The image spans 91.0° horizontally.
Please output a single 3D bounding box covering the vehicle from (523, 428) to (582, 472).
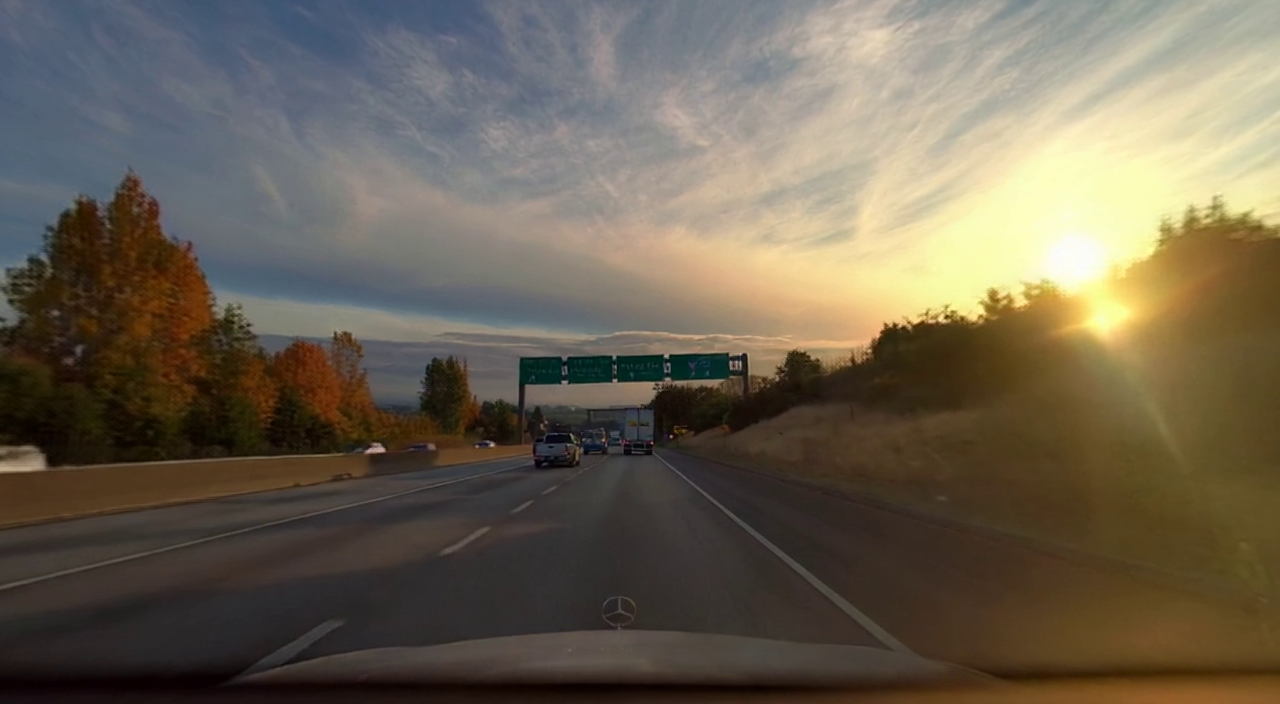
[{"bbox_3d":[-3.991,4.545,29.469,2.127,1.839,4.984,0,-8,-1],"label":"vehicle"}]
